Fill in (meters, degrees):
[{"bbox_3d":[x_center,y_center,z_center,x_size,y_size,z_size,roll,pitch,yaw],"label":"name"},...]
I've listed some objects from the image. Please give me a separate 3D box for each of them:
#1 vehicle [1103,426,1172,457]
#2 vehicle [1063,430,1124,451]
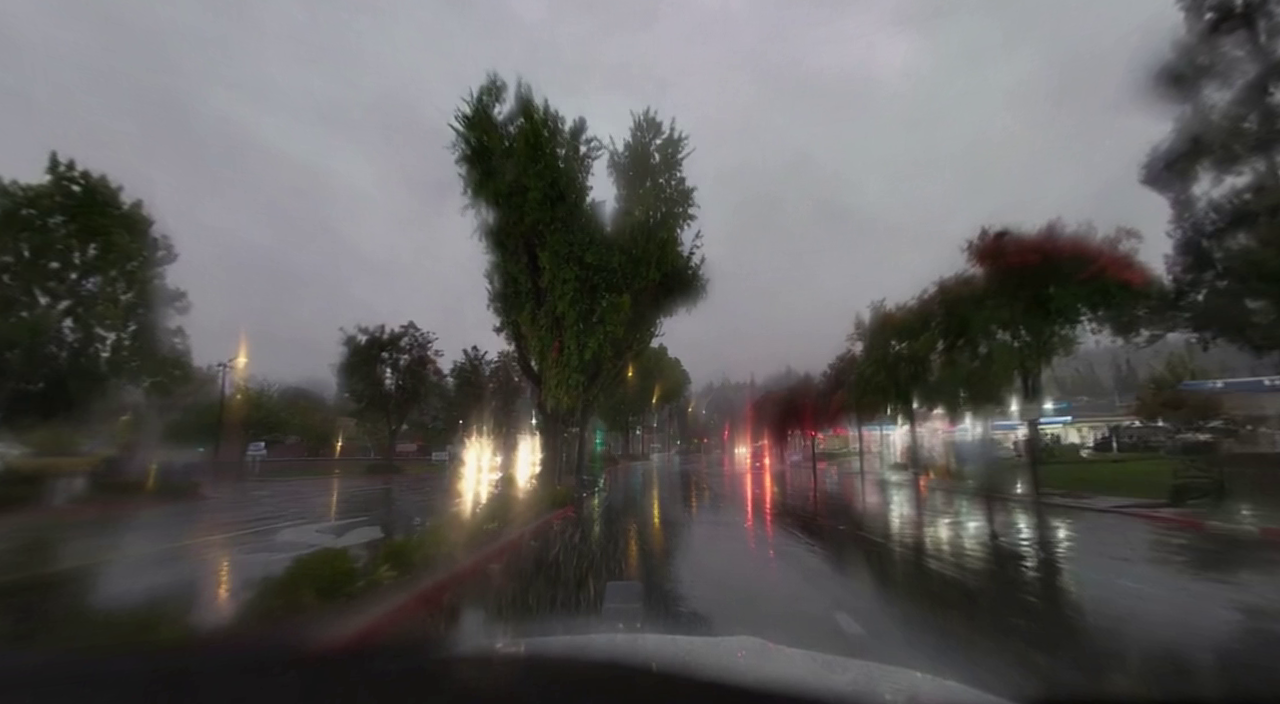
[{"bbox_3d":[31.505,5.665,40.008,3.449,1.428,1.548,-5,-10,-19],"label":"vehicle"},{"bbox_3d":[31.003,6.040,43.220,3.303,1.375,1.483,2,-5,-11],"label":"vehicle"}]
